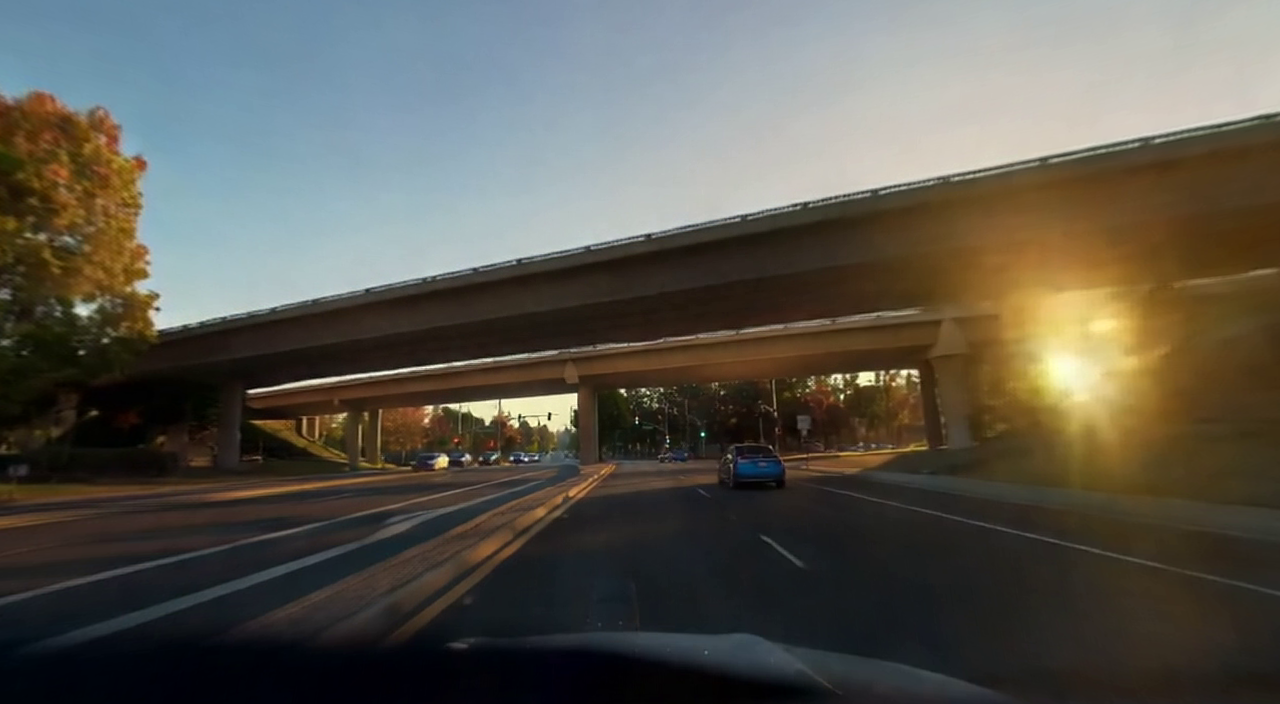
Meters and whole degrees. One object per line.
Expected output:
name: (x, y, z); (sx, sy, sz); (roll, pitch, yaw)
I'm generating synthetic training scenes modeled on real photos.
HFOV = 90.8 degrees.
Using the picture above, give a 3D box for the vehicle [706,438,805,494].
vehicle: (3.345, 3.387, 19.179); (2.062, 1.484, 4.332); (0, -8, -1)
